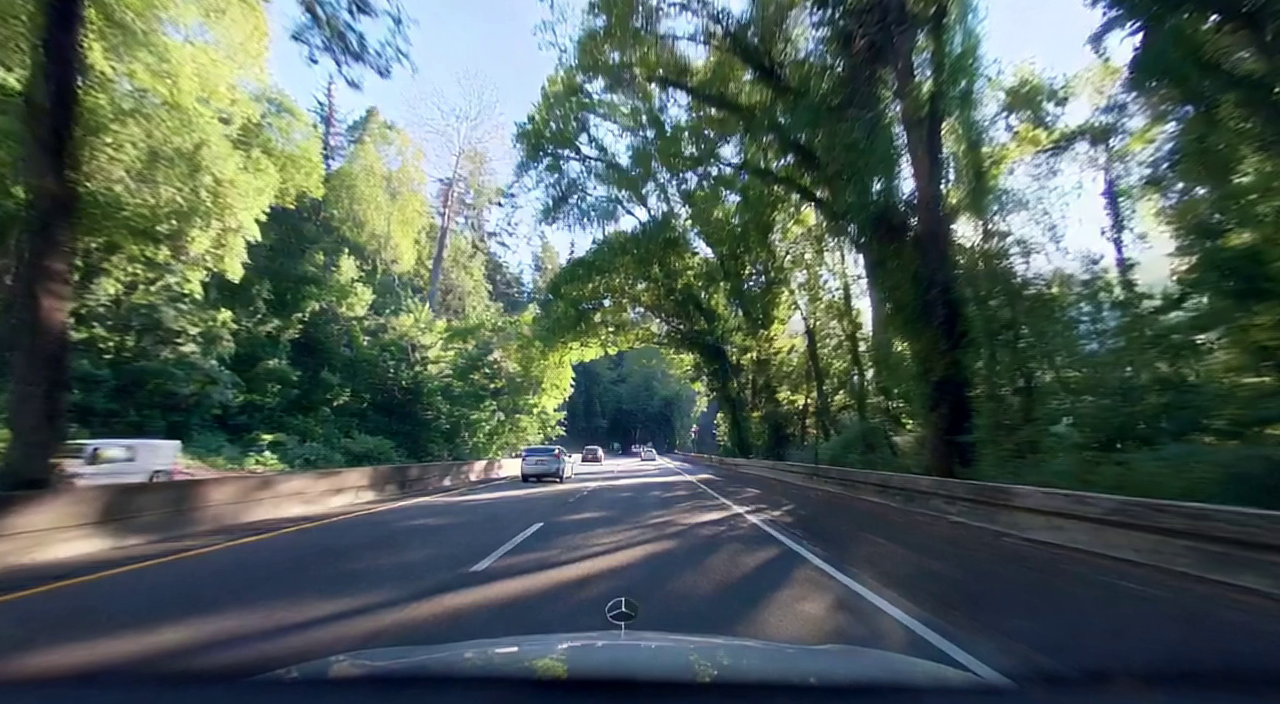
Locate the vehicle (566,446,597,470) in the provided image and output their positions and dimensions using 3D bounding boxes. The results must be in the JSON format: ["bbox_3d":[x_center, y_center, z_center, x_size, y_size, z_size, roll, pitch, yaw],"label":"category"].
[{"bbox_3d":[-4.132,7.555,45.063,1.834,1.615,3.624,0,-9,1],"label":"vehicle"}]

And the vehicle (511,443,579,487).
[{"bbox_3d":[-3.554,4.306,24.218,1.978,1.538,3.755,0,-9,1],"label":"vehicle"}]

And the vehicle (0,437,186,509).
[{"bbox_3d":[-16.378,3.519,18.784,2.052,1.835,4.760,0,-9,0],"label":"vehicle"}]

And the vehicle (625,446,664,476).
[{"bbox_3d":[0.220,5.817,33.737,2.001,1.490,3.914,0,-9,0],"label":"vehicle"}]
